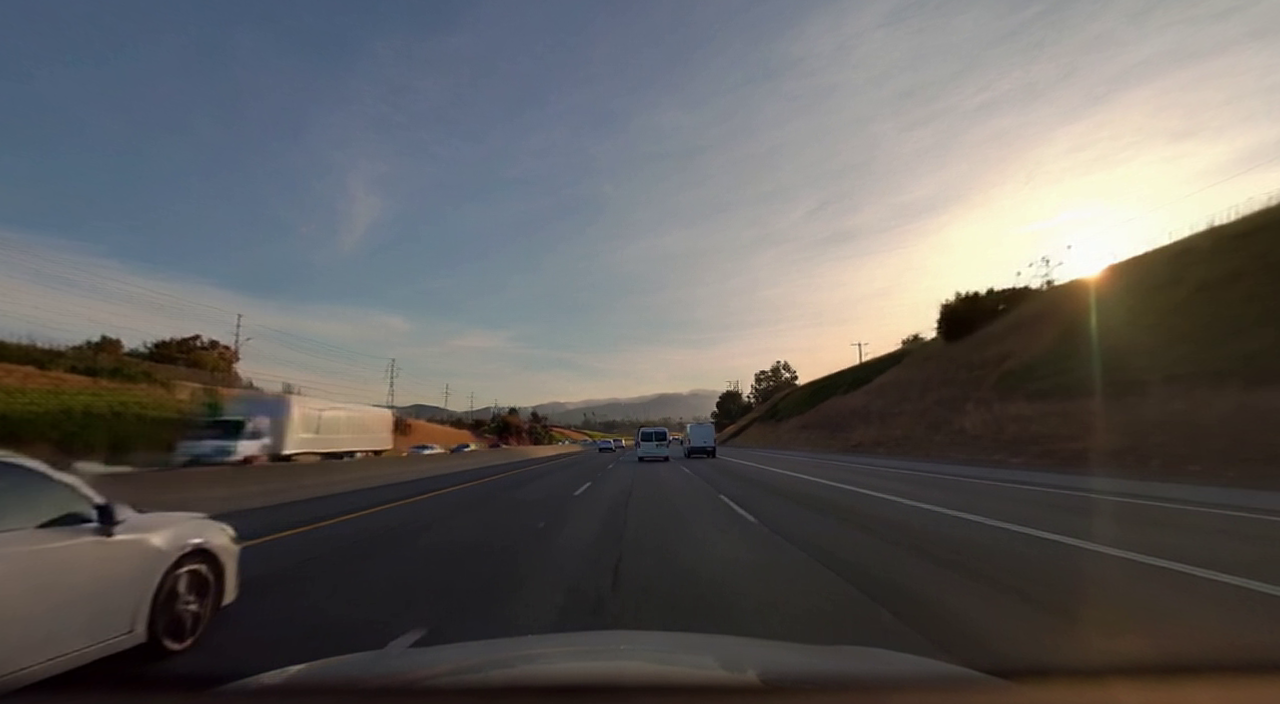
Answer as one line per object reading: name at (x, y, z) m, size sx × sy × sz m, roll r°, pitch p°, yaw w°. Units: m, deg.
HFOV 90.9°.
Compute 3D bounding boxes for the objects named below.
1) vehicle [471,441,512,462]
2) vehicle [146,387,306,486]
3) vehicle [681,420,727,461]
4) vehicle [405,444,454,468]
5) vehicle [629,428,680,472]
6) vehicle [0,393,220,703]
vehicle at (-11.148, 7.471, 47.584) m, size 1.937 × 1.505 × 4.310 m, roll 0°, pitch -8°, yaw 1°
vehicle at (-18.365, 3.803, 28.593) m, size 2.991 × 3.989 × 5.970 m, roll 0°, pitch -8°, yaw 0°
vehicle at (3.986, 5.634, 40.374) m, size 2.348 × 2.429 × 5.172 m, roll 0°, pitch -8°, yaw -1°
vehicle at (-14.356, 7.084, 43.124) m, size 1.930 × 1.450 × 3.955 m, roll 0°, pitch -8°, yaw 1°
vehicle at (0.596, 4.390, 28.634) m, size 2.159 × 1.811 × 4.238 m, roll 0°, pitch -8°, yaw -1°
vehicle at (-3.258, 0.768, 1.303) m, size 1.890 × 1.490 × 4.202 m, roll 0°, pitch -8°, yaw 0°
